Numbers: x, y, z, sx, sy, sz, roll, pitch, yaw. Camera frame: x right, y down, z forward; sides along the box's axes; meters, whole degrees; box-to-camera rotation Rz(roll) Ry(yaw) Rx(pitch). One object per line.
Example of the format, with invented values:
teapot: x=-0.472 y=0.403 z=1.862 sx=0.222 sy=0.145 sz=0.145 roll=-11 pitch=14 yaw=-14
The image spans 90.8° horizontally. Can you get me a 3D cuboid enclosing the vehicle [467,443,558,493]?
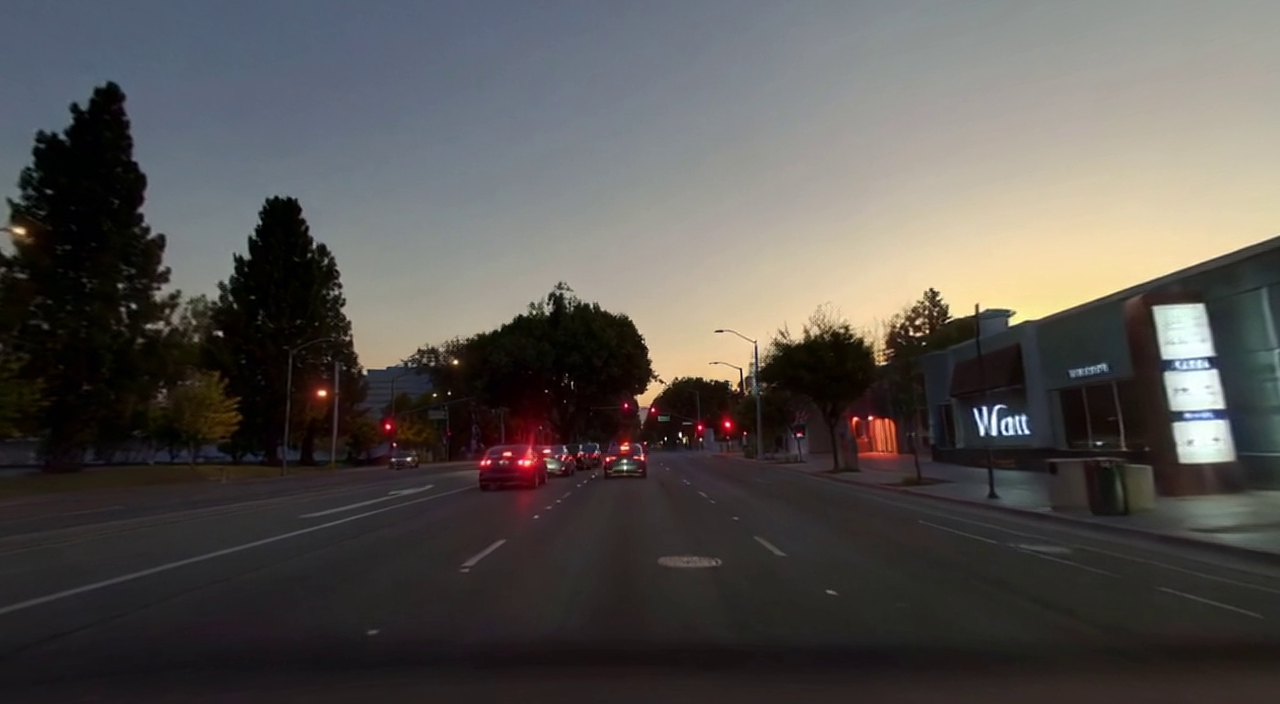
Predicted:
vehicle: x=-4.080 y=3.780 z=20.996 sx=2.020 sy=1.457 sz=4.496 roll=0 pitch=-9 yaw=1

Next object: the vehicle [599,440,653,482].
vehicle: x=-0.529 y=4.422 z=25.883 sx=2.042 sy=1.555 sz=3.912 roll=0 pitch=-9 yaw=0
